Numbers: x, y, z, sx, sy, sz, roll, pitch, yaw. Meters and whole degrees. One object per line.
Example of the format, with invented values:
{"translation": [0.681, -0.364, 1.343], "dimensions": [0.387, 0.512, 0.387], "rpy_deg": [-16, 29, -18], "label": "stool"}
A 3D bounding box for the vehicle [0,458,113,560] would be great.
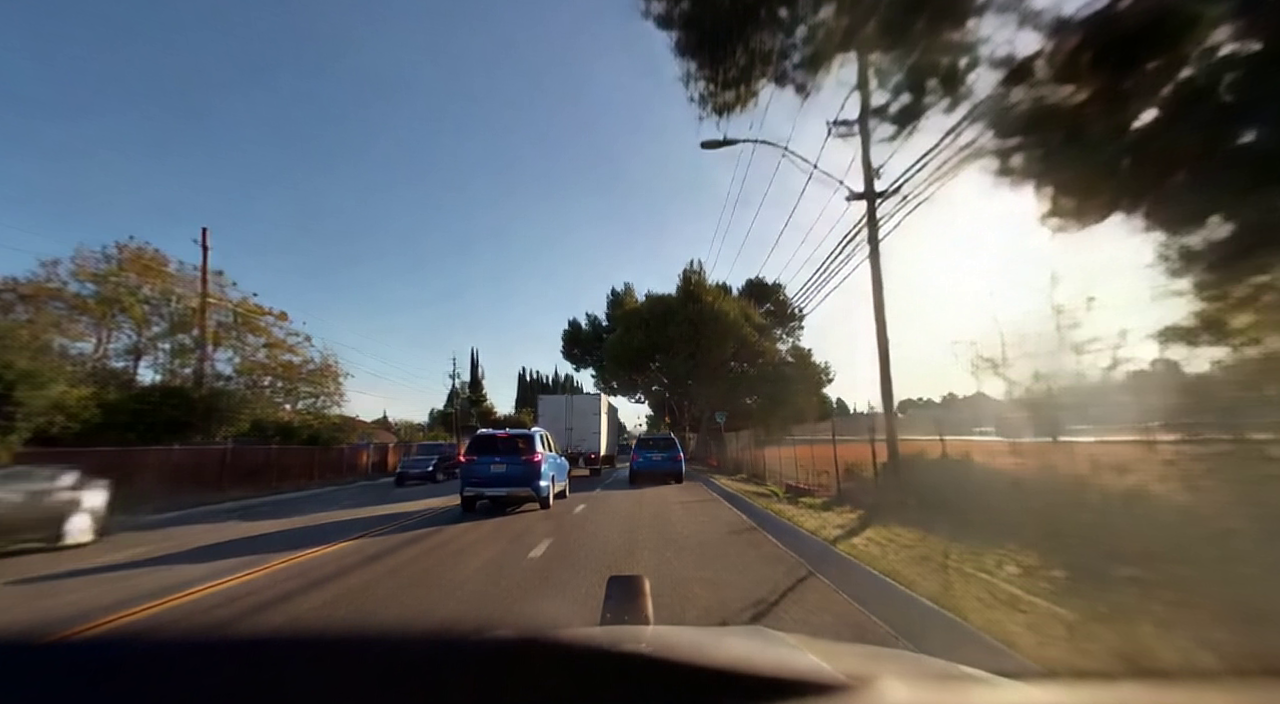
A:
{"translation": [-11.714, 2.626, 10.377], "dimensions": [2.077, 1.638, 4.584], "rpy_deg": [0, -8, 0], "label": "vehicle"}

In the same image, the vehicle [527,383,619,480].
{"translation": [-2.687, 3.787, 29.231], "dimensions": [2.928, 3.658, 10.953], "rpy_deg": [0, -8, 1], "label": "vehicle"}

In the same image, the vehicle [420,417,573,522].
{"translation": [-2.772, 2.410, 13.424], "dimensions": [2.093, 1.832, 4.508], "rpy_deg": [0, -8, 1], "label": "vehicle"}

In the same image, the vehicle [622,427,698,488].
{"translation": [0.605, 3.339, 20.220], "dimensions": [2.174, 1.749, 4.113], "rpy_deg": [0, -8, 1], "label": "vehicle"}
